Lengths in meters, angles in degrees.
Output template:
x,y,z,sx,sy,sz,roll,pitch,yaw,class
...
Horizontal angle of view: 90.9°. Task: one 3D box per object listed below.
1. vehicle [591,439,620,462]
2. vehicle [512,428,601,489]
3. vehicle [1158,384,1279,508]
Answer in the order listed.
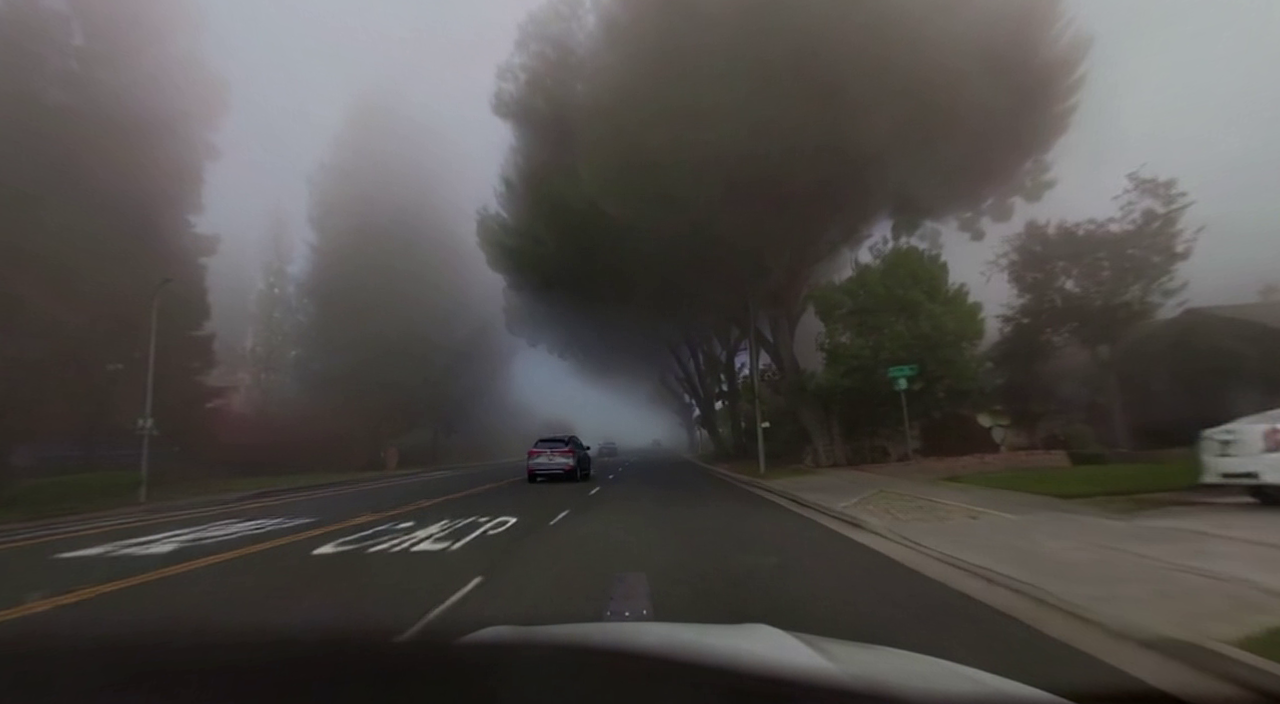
x,y,z,sx,sy,sz,roll,pitch,yaw,class
-2.354,6.840,43.853,1.802,1.528,3.490,0,-8,1,vehicle
-2.614,3.461,20.818,2.190,1.766,4.394,0,-8,2,vehicle
9.953,1.264,8.494,4.233,1.501,1.927,0,-8,-2,vehicle
